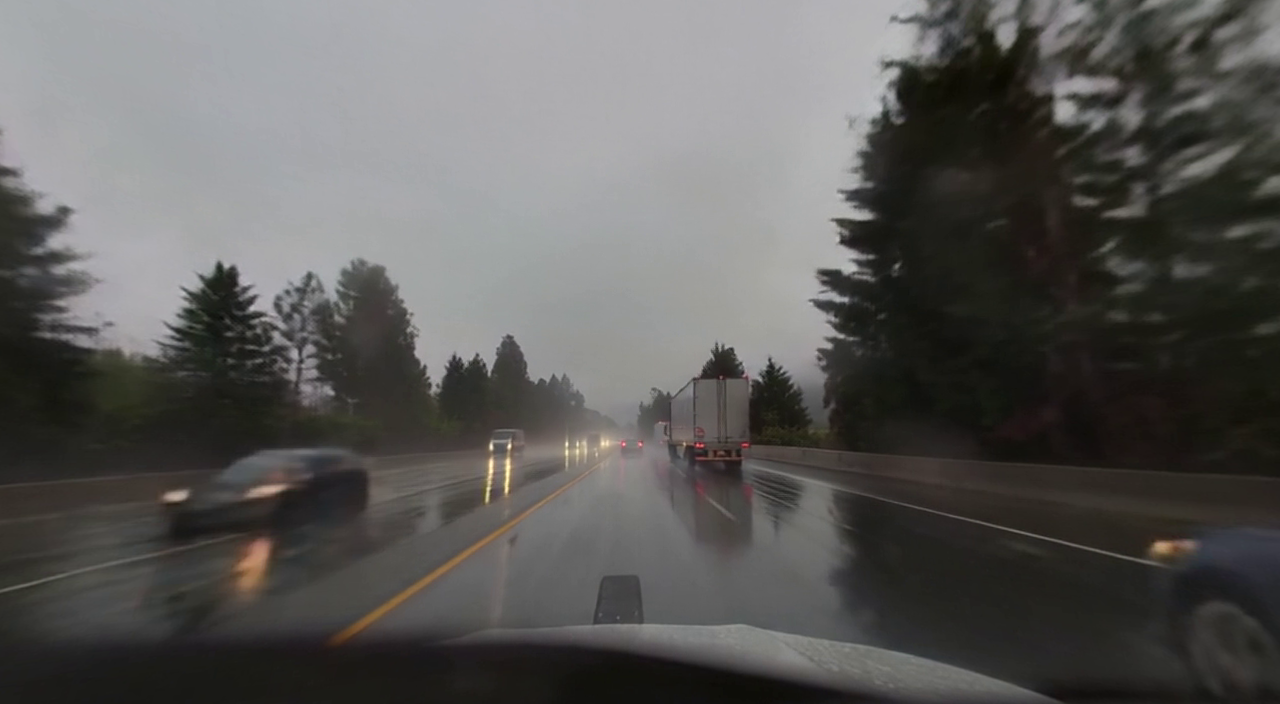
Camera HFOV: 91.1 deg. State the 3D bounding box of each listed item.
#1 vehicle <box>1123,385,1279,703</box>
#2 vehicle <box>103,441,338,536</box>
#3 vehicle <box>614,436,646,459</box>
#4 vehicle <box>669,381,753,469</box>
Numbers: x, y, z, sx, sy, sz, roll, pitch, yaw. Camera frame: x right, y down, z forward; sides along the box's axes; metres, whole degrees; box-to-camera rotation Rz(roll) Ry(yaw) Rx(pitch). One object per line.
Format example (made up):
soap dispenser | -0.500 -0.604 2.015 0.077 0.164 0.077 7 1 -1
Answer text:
vehicle | 3.835 0.733 1.383 2.072 1.534 4.300 0 -8 -1
vehicle | -7.941 2.554 12.493 1.862 1.525 4.059 0 -8 0
vehicle | -0.746 6.933 45.946 2.192 1.623 4.887 0 -8 -1
vehicle | 3.552 4.223 35.524 2.919 4.004 13.911 0 -8 -1
